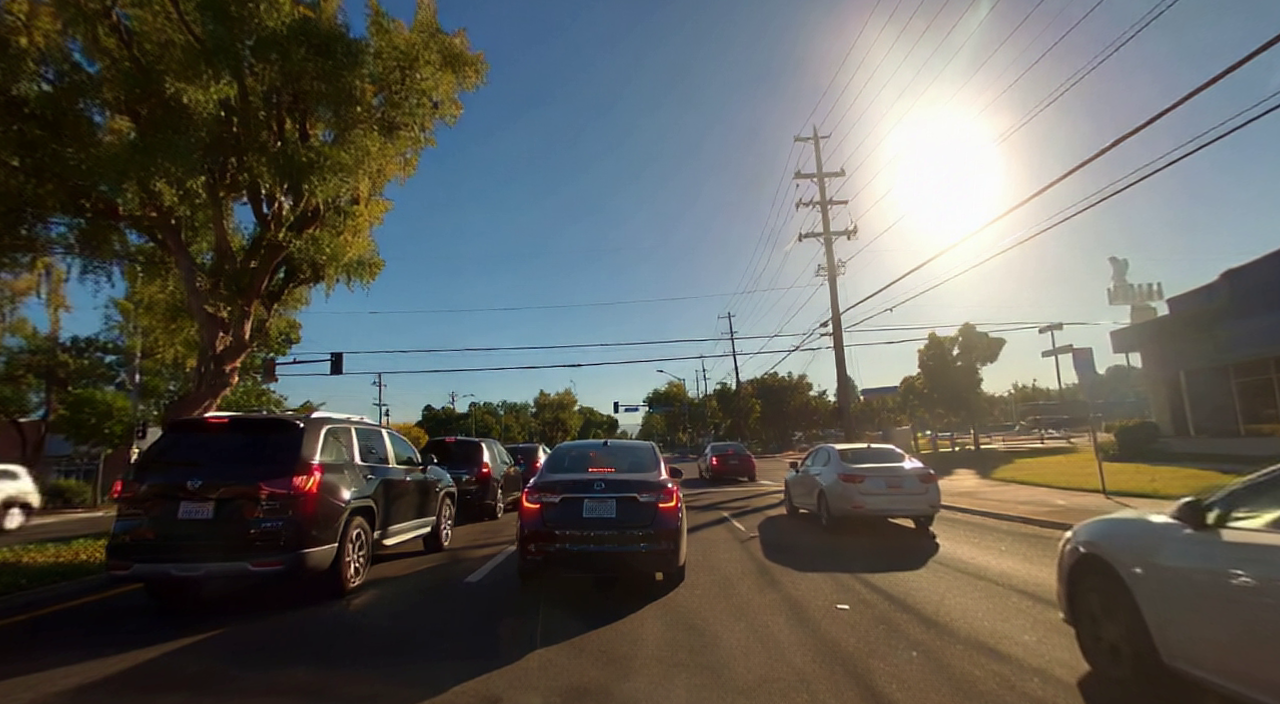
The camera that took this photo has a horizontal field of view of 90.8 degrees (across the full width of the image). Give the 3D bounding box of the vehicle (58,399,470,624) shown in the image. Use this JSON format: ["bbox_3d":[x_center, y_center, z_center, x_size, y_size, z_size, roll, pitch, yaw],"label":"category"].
[{"bbox_3d":[-3.433,1.527,6.999,1.979,1.697,4.254,0,-9,-1],"label":"vehicle"}]

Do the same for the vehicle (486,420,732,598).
[{"bbox_3d":[-0.320,1.633,7.396,2.097,1.511,3.809,0,-9,-2],"label":"vehicle"}]

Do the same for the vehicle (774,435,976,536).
[{"bbox_3d":[3.918,2.289,11.503,1.909,1.473,4.361,0,-9,-1],"label":"vehicle"}]

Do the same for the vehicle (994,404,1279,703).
[{"bbox_3d":[3.618,0.926,2.368,1.929,1.479,4.723,0,-9,1],"label":"vehicle"}]
